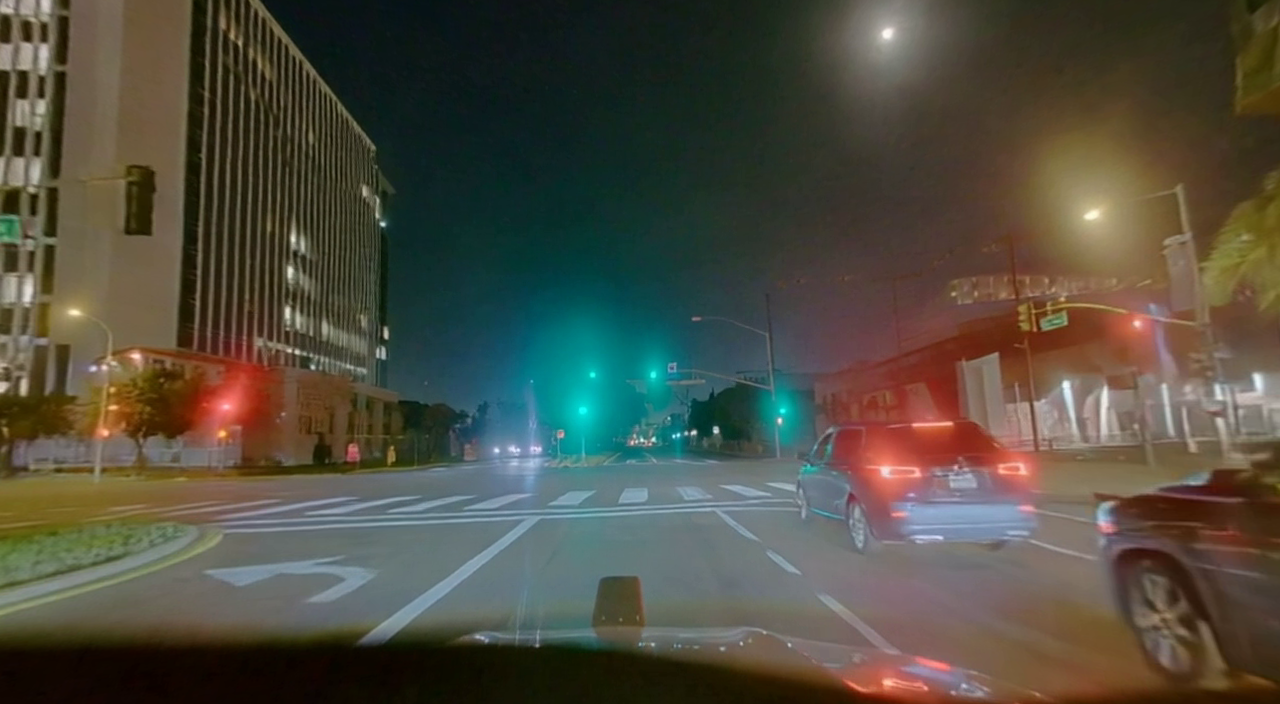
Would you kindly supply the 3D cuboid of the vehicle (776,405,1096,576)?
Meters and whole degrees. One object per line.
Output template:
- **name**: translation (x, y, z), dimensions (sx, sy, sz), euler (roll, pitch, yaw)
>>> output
- **vehicle**: translation (3.330, 1.646, 8.260), dimensions (2.060, 1.631, 4.169), euler (0, -9, -1)

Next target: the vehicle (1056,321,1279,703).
- **vehicle**: translation (3.643, 0.594, 1.491), dimensions (2.060, 1.756, 4.770), euler (0, -8, 0)
